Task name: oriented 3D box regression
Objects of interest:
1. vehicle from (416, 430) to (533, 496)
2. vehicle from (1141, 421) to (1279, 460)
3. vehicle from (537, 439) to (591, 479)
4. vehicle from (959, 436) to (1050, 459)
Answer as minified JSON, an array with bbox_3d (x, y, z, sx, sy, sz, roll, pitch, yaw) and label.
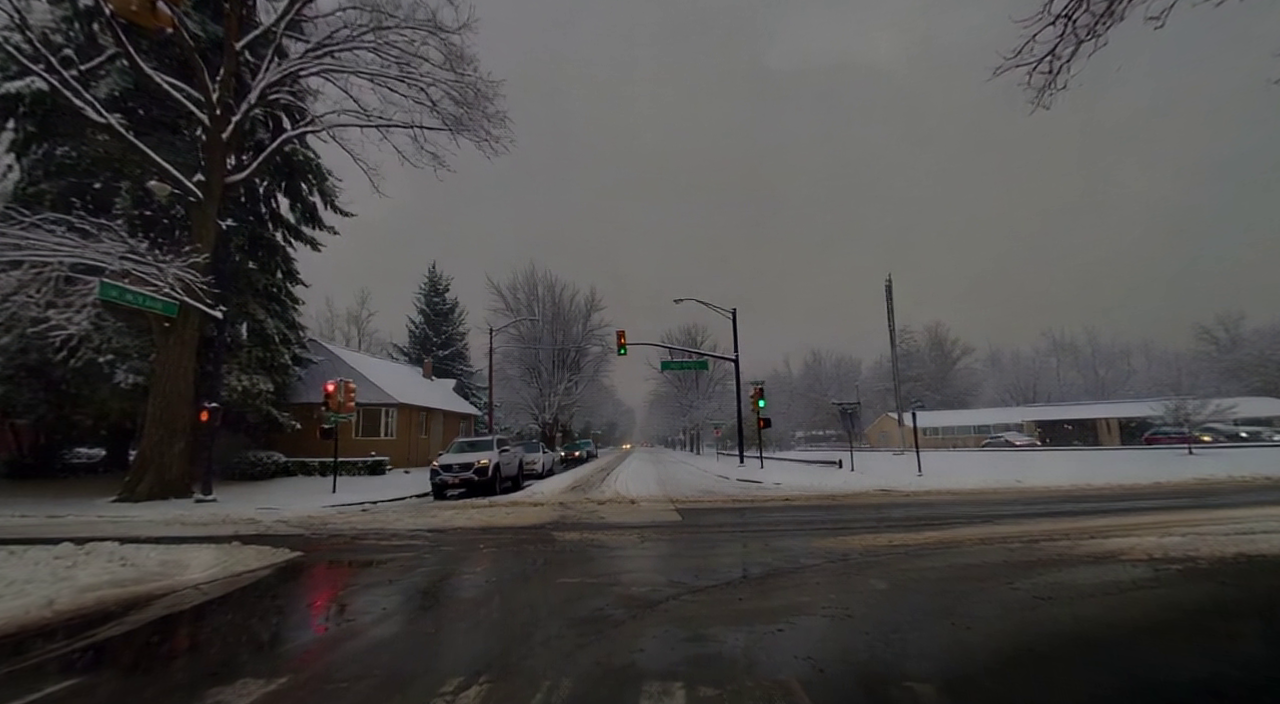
[{"bbox_3d":[-6.586,4.536,26.459,2.896,2.339,7.322,0,-9,0],"label":"vehicle"},{"bbox_3d":[33.282,5.197,36.963,5.969,2.149,2.331,0,-9,-3],"label":"vehicle"},{"bbox_3d":[-3.667,5.260,31.272,2.120,1.783,4.788,0,-9,-1],"label":"vehicle"},{"bbox_3d":[25.067,6.600,43.564,5.172,1.515,1.851,0,-8,-2],"label":"vehicle"}]
